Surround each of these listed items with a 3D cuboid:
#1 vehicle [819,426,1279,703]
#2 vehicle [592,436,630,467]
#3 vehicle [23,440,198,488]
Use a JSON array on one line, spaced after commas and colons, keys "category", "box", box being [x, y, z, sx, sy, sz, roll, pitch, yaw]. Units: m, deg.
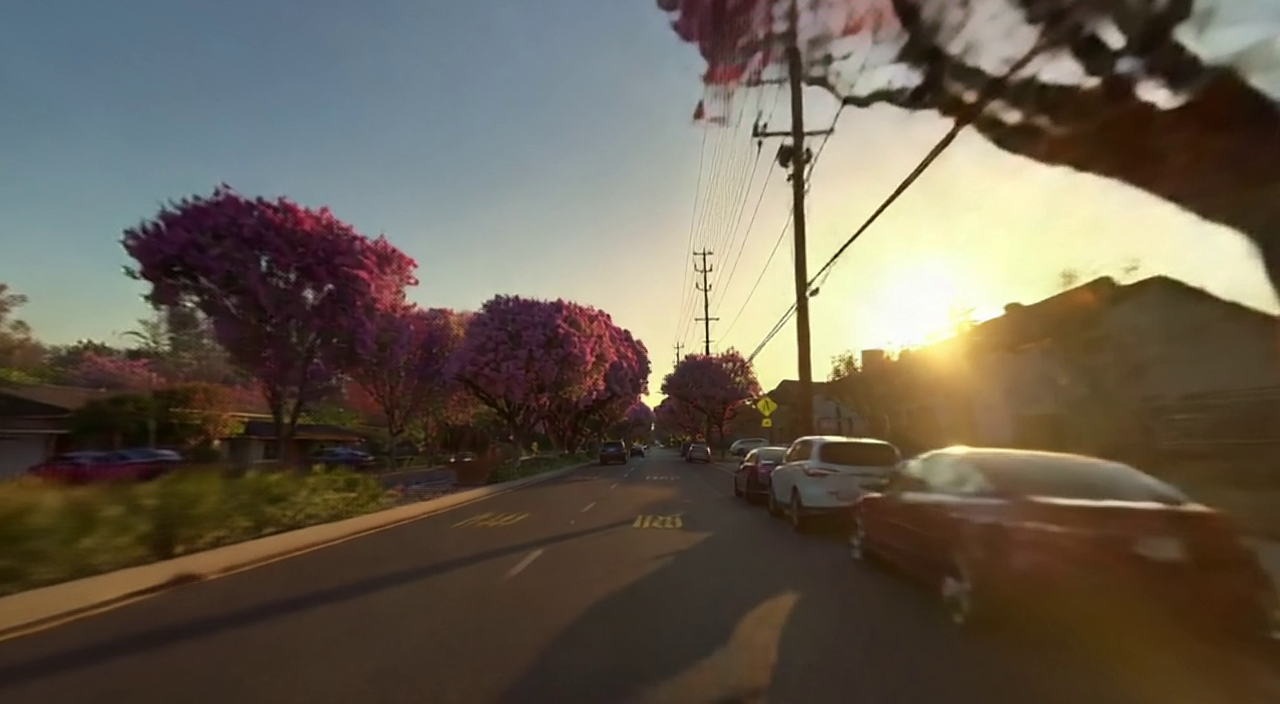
[{"category": "vehicle", "box": [3.273, 1.485, 5.702, 1.851, 1.486, 4.879, -2, -8, 0]}, {"category": "vehicle", "box": [-1.891, 6.732, 42.758, 2.202, 1.961, 4.980, 0, -9, 1]}, {"category": "vehicle", "box": [-22.610, 4.784, 27.244, 5.252, 1.925, 2.061, 3, -9, -20]}]
